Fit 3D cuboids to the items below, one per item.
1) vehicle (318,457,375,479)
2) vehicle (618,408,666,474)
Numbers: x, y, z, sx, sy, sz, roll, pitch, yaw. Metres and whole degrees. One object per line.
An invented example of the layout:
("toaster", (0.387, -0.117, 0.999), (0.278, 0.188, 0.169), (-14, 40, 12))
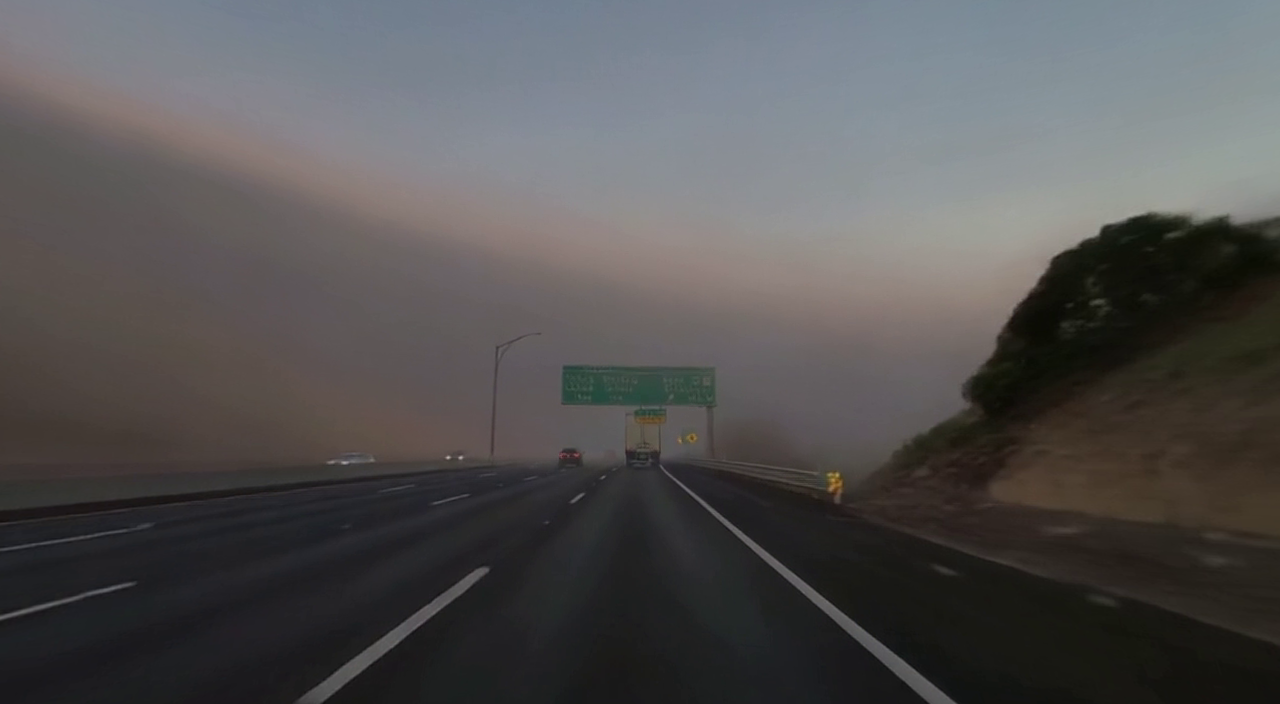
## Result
("vehicle", (-21.706, 8.575, 46.785), (2.020, 1.500, 4.501), (0, -9, 2))
("vehicle", (0.236, 6.552, 45.761), (3.039, 4.131, 11.822), (0, -9, 1))
